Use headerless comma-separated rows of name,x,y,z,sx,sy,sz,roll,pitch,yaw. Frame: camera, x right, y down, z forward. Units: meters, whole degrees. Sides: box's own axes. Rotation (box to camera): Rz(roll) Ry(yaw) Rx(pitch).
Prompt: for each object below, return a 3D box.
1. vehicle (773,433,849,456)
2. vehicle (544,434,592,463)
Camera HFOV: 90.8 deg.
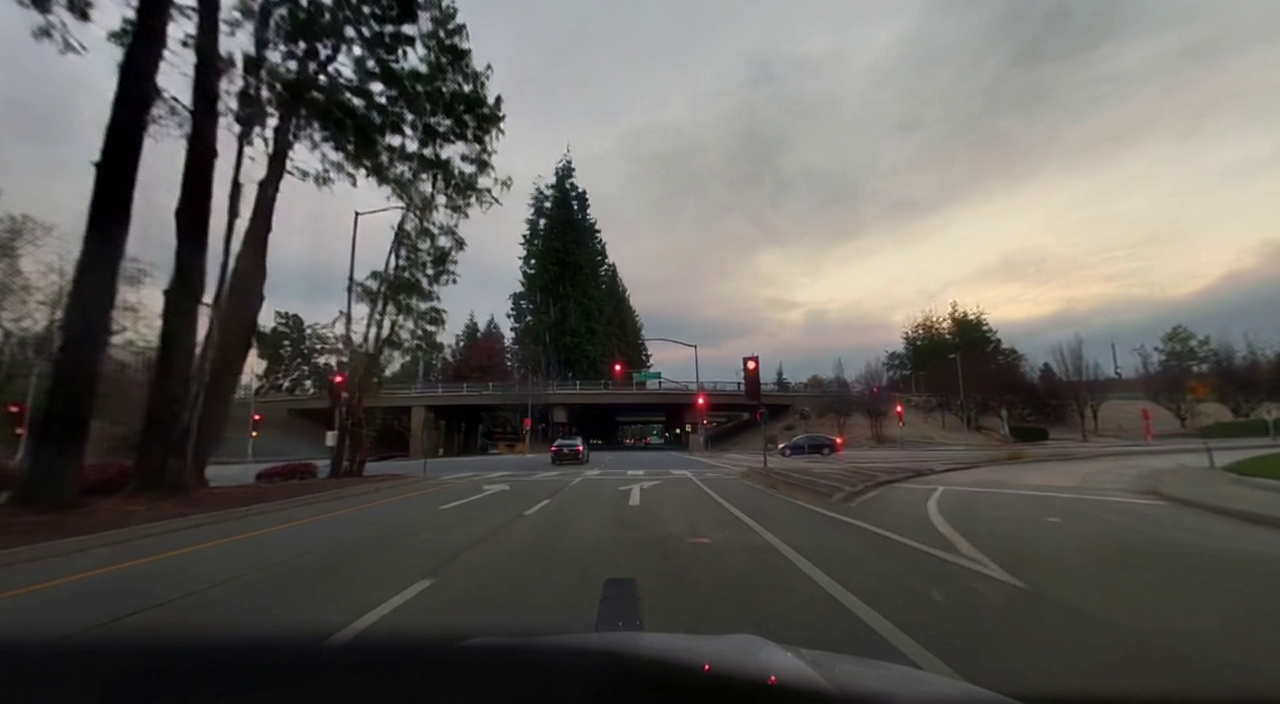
vehicle,11.720,6.365,43.478,4.691,1.466,1.800,1,-9,-6
vehicle,-3.856,5.306,34.634,2.082,1.472,4.310,0,-9,0
